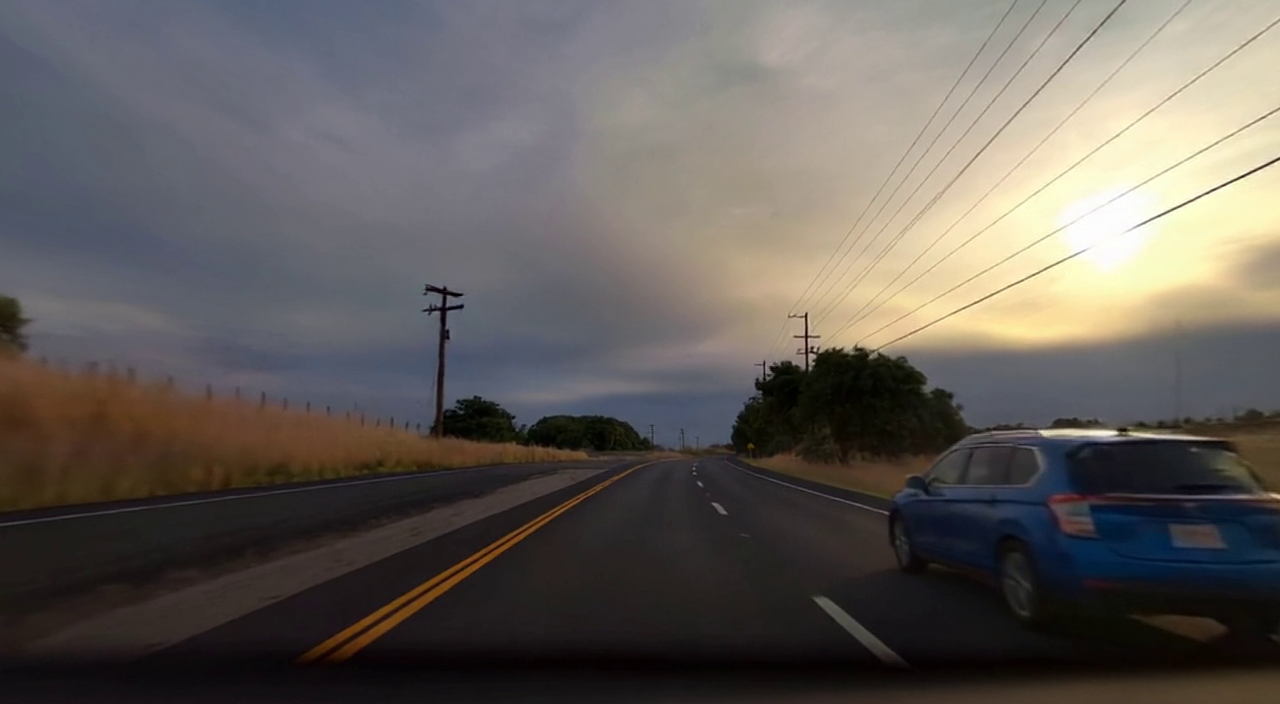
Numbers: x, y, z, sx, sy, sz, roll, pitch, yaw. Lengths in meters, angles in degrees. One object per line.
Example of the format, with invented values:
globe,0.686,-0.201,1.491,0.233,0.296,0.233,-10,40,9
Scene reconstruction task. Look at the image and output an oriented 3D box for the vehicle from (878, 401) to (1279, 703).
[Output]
vehicle,3.903,1.419,5.347,2.135,1.692,4.185,0,-9,0
